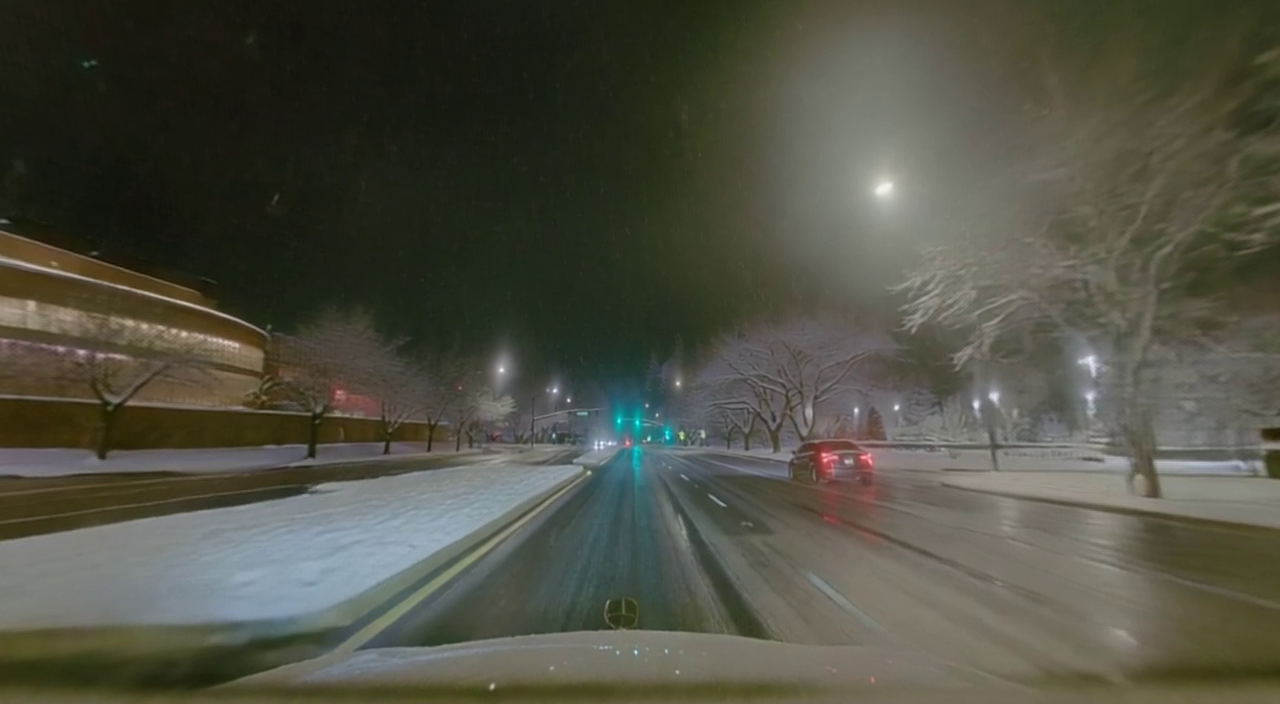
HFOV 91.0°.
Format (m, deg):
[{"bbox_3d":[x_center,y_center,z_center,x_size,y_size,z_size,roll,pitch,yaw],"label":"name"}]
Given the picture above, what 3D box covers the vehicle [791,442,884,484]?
[{"bbox_3d":[7.409,4.199,24.122,2.054,1.421,4.487,0,-9,-1],"label":"vehicle"}]
